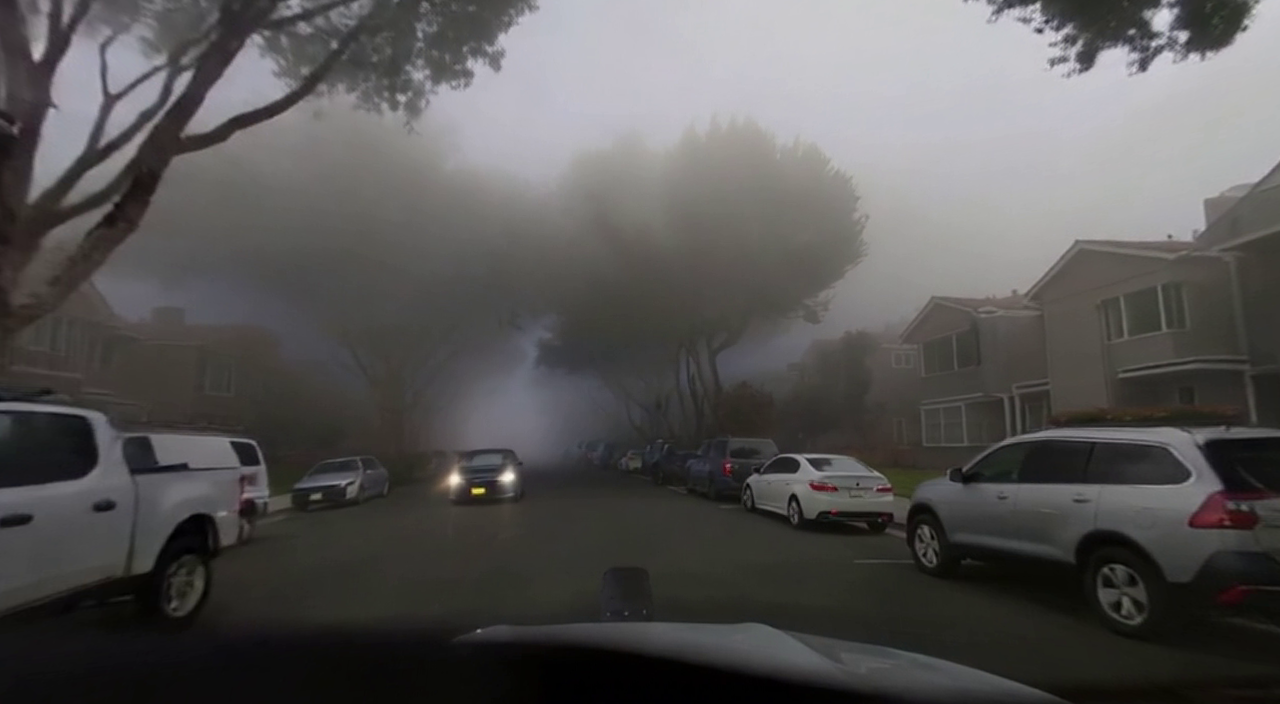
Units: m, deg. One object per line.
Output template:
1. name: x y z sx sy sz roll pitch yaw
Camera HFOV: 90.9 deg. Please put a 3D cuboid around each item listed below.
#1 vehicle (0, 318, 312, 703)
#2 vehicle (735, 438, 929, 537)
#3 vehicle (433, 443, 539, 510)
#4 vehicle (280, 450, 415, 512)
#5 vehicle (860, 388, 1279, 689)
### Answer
1. vehicle: -4.271 1.022 3.929 2.197 2.047 4.985 0 -9 -6
2. vehicle: 3.434 2.499 12.363 1.876 1.538 4.447 1 -9 -8
3. vehicle: -3.864 3.193 16.702 1.971 1.476 4.593 0 -9 -4
4. vehicle: -8.088 3.559 17.983 2.119 1.476 4.588 1 -9 -7
5. vehicle: 4.113 1.423 6.074 1.937 1.722 4.575 0 -9 -6
